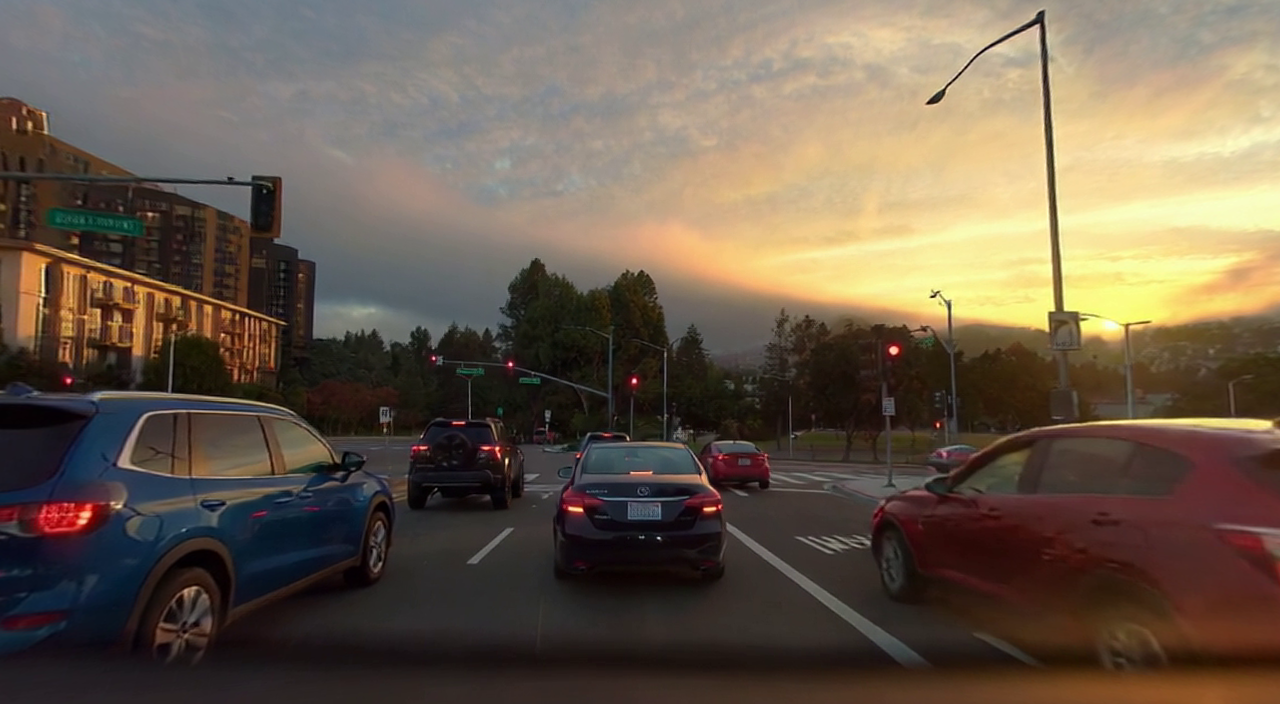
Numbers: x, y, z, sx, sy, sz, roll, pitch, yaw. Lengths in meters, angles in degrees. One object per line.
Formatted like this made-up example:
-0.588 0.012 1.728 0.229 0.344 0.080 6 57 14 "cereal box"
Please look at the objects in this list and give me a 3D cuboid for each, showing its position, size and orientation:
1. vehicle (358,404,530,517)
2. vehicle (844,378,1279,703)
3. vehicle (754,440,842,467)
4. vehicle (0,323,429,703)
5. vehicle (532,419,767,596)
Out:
-3.943 2.322 14.012 2.305 1.984 5.586 0 -8 -3 "vehicle"
3.195 1.113 3.924 2.100 1.524 4.746 0 -8 -2 "vehicle"
9.523 6.147 38.270 4.737 1.572 2.026 0 -8 -3 "vehicle"
-3.174 1.063 4.564 1.924 1.737 4.387 0 -8 -2 "vehicle"
-0.050 1.650 7.661 2.001 1.483 4.442 0 -8 -3 "vehicle"
